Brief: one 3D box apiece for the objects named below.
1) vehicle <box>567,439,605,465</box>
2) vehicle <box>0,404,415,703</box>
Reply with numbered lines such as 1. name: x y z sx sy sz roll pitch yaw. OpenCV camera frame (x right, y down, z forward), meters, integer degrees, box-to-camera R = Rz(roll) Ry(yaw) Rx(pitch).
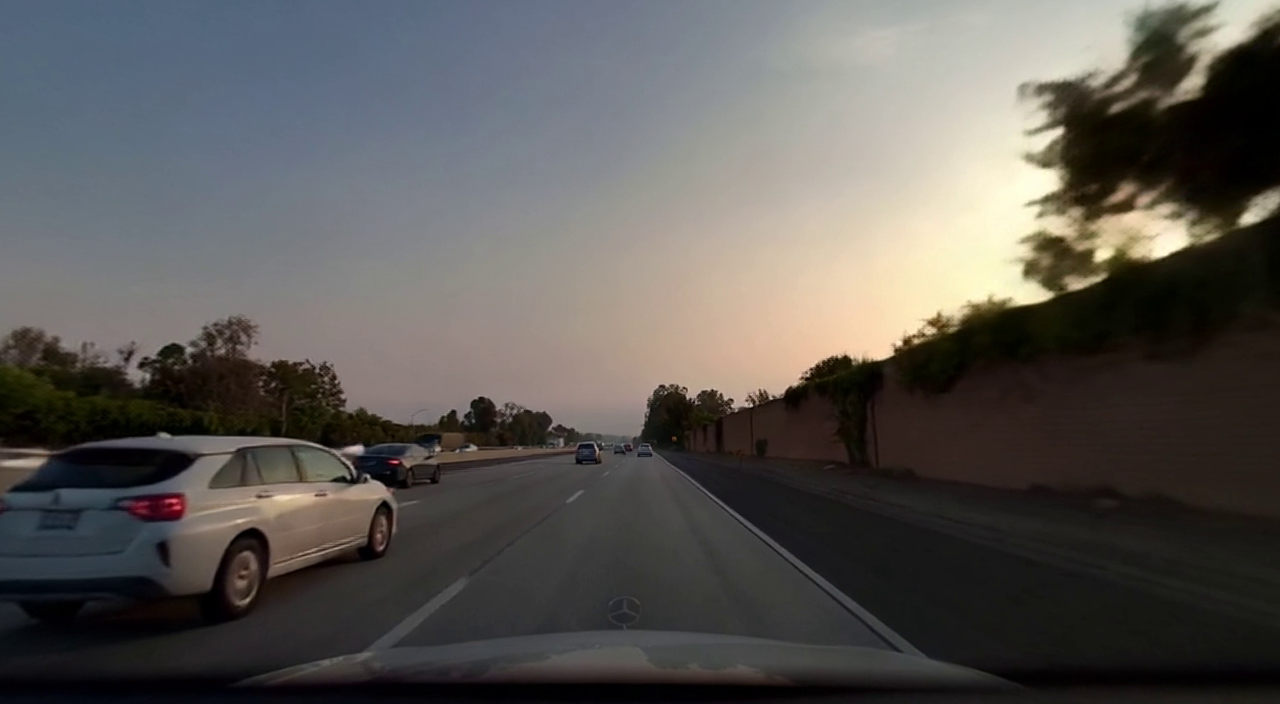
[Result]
1. vehicle: -3.608 6.722 42.568 2.036 1.636 4.511 0 -8 1
2. vehicle: -3.778 1.322 5.264 1.945 1.484 4.803 0 -8 1
